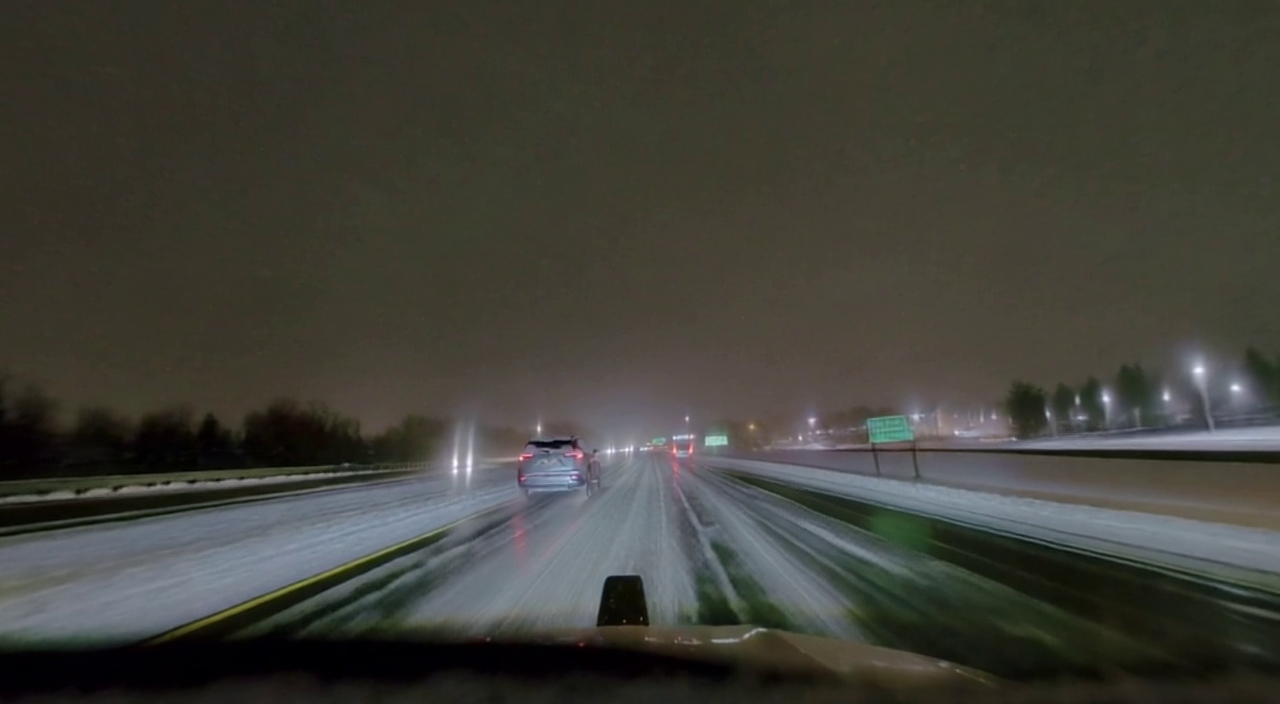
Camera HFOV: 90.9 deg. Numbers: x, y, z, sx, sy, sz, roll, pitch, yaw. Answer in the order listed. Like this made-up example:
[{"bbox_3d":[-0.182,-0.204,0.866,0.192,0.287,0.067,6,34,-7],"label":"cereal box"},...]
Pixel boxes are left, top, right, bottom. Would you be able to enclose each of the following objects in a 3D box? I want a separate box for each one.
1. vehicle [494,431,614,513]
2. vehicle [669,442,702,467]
[{"bbox_3d":[-1.901,2.851,15.484,2.143,1.693,4.513,-1,-9,2],"label":"vehicle"},{"bbox_3d":[3.186,7.263,44.805,2.073,1.621,3.993,-1,-9,1],"label":"vehicle"}]
